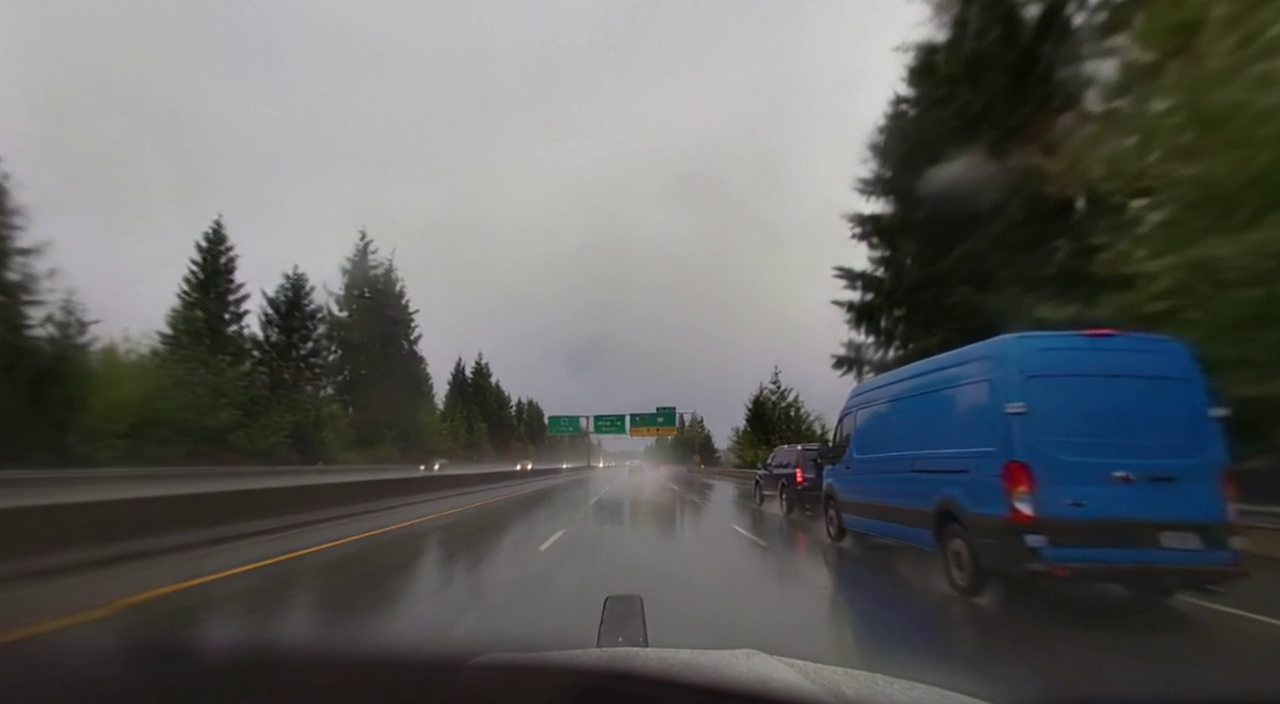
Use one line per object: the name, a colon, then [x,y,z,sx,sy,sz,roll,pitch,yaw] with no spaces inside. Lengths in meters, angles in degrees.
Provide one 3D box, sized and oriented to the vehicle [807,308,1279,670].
vehicle: [4.455,1.607,8.141,2.737,2.711,6.687,1,-11,0]
